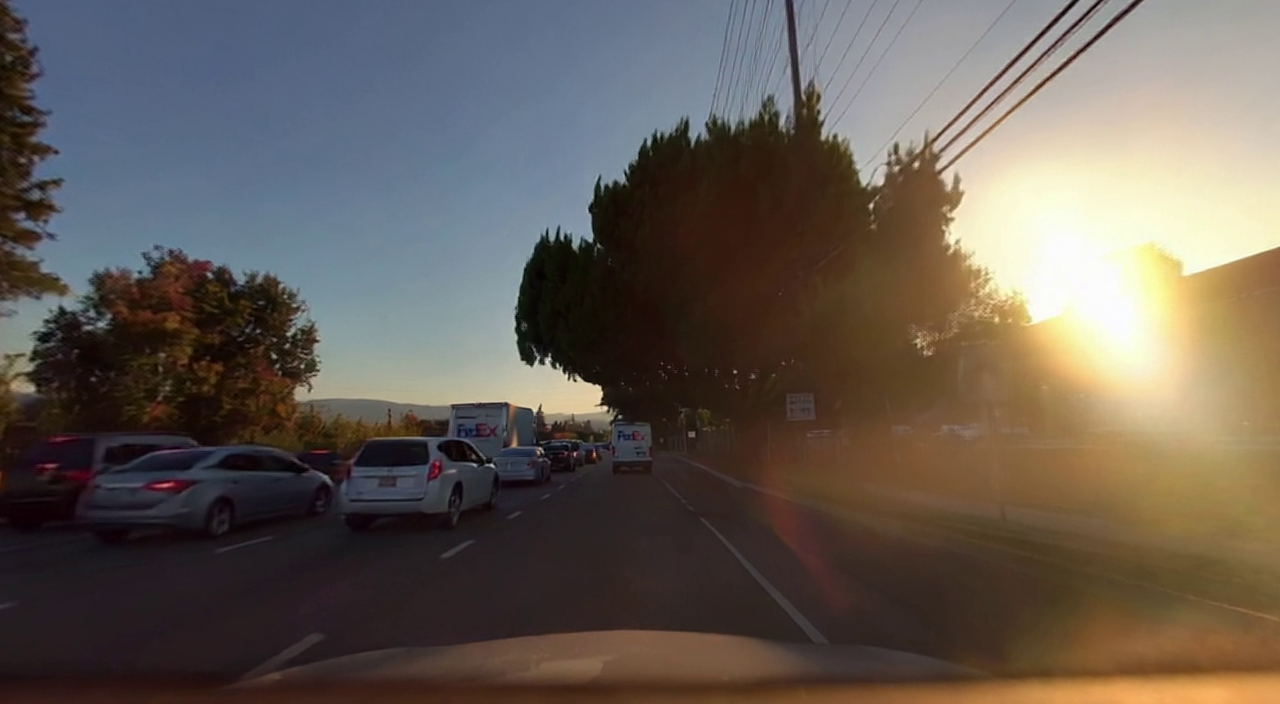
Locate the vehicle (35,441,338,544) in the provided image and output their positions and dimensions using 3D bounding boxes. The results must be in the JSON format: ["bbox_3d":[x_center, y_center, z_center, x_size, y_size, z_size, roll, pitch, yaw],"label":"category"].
[{"bbox_3d":[-7.846,2.409,11.744,1.909,1.473,5.050,0,-8,0],"label":"vehicle"}]

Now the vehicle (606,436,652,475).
[{"bbox_3d":[-0.538,4.875,29.860,2.055,1.671,4.147,0,-8,-1],"label":"vehicle"}]

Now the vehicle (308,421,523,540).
[{"bbox_3d":[-3.648,2.183,11.459,2.057,1.673,4.934,0,-8,0],"label":"vehicle"}]
